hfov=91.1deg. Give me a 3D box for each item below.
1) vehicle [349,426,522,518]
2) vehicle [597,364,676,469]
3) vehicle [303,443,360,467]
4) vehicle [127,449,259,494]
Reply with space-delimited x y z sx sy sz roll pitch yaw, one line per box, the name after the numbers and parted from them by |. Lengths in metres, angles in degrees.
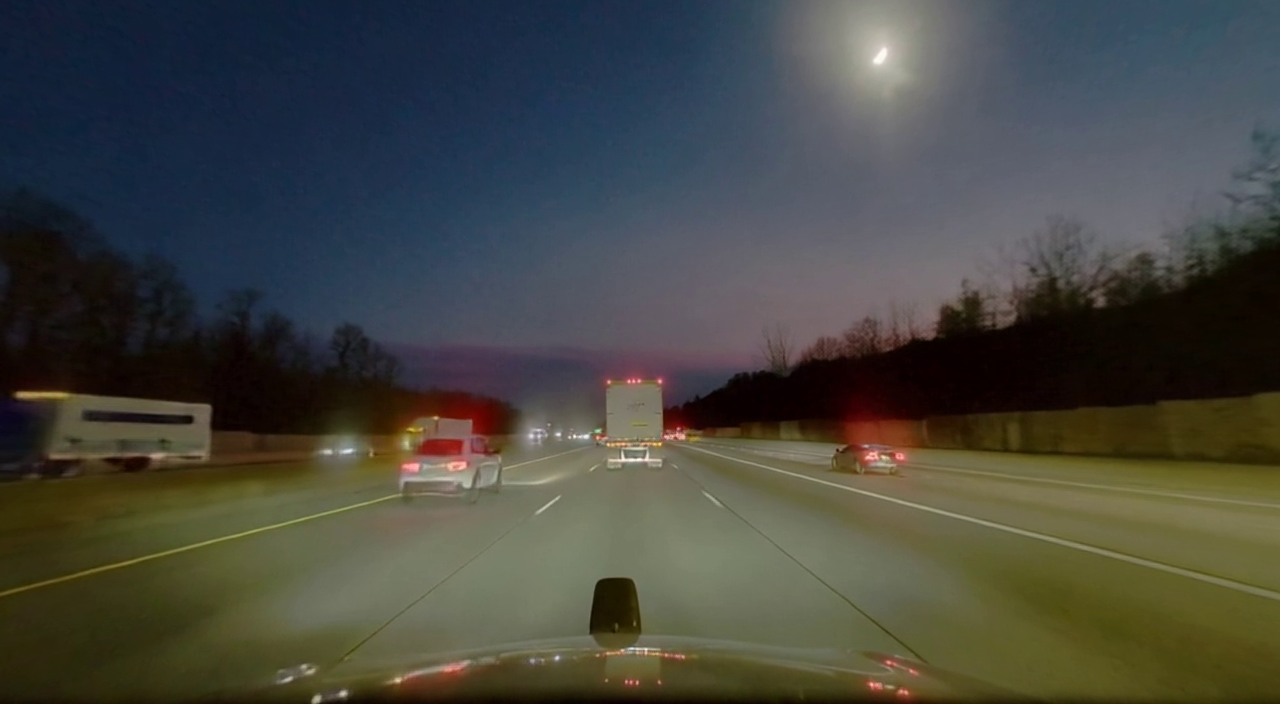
-3.857 2.316 12.816 2.005 1.521 4.454 0 -8 0 | vehicle
-0.194 3.540 32.130 2.965 3.972 16.689 0 -8 0 | vehicle
-21.515 7.171 44.005 1.842 1.540 4.093 0 -8 1 | vehicle
-17.827 4.763 25.432 1.937 1.517 4.626 0 -8 0 | vehicle
